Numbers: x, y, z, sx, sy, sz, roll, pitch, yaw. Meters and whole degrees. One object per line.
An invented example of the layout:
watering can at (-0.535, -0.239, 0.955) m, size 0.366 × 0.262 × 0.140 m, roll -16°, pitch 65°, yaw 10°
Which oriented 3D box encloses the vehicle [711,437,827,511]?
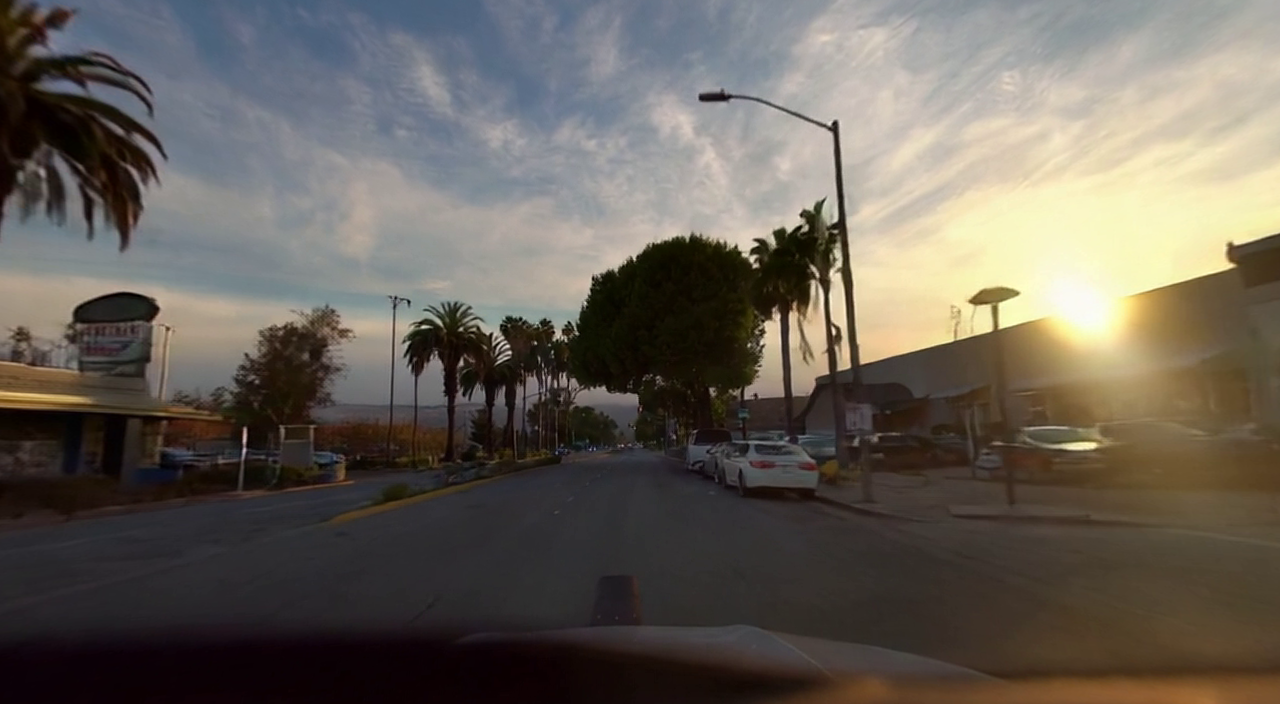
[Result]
vehicle at (3.123, 3.064, 16.324) m, size 2.046 × 1.588 × 4.508 m, roll 0°, pitch -9°, yaw 0°
